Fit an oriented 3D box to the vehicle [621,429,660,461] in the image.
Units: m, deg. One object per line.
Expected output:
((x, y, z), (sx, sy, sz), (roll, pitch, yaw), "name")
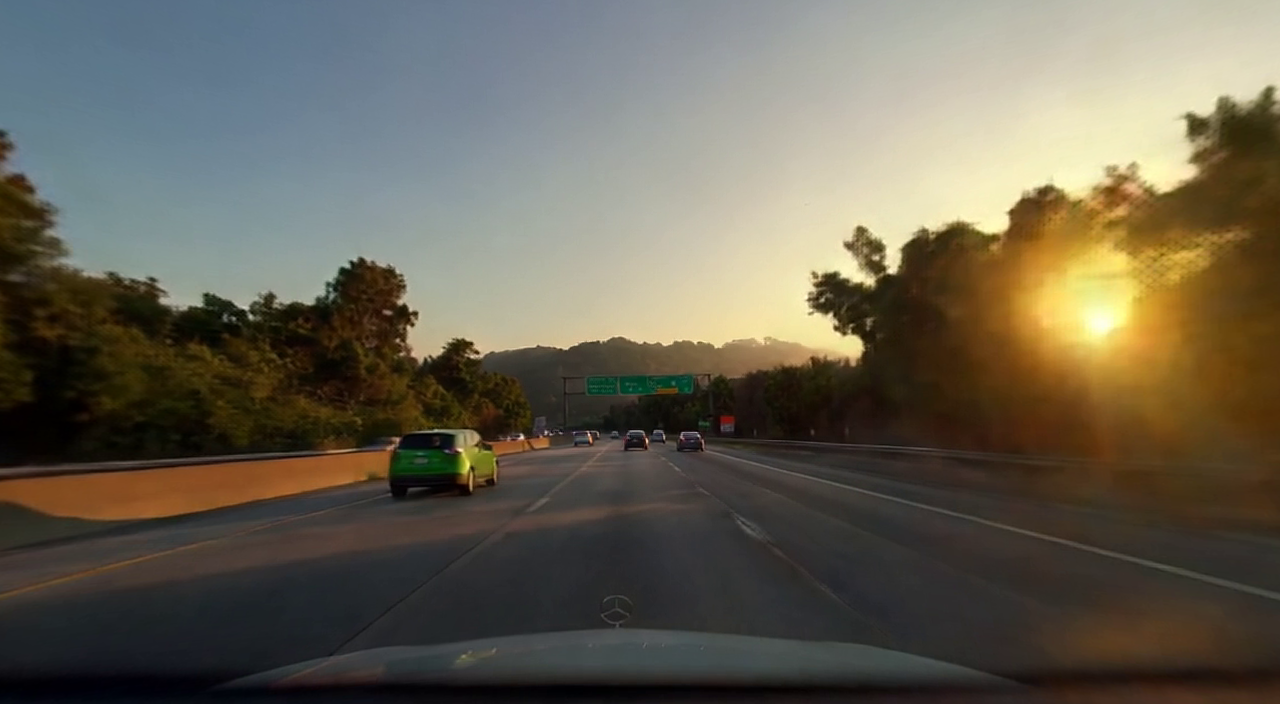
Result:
((0.034, 4.652, 31.701), (1.869, 1.466, 3.356), (0, -8, 1), "vehicle")

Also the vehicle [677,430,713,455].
((3.541, 5.899, 41.258), (1.841, 1.491, 3.869), (0, -8, -2), "vehicle")

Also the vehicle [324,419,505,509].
((-4.323, 2.210, 13.085), (2.023, 1.512, 4.804), (0, -8, -1), "vehicle")
